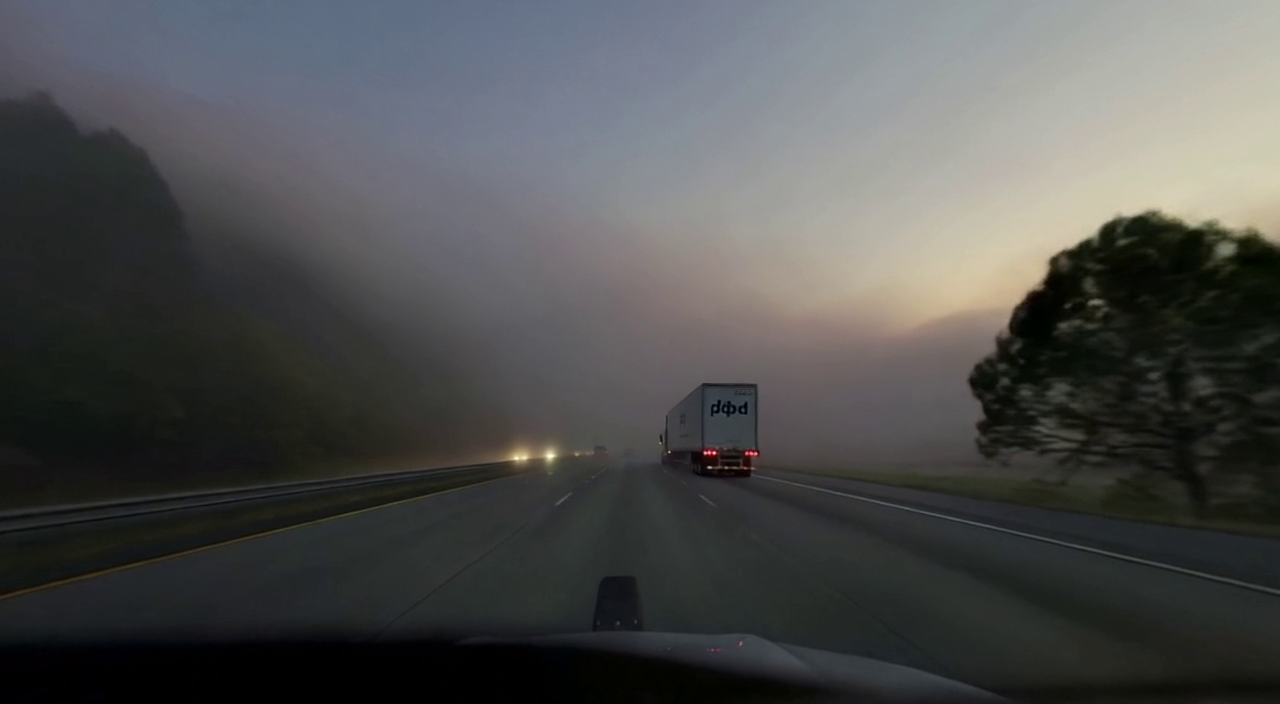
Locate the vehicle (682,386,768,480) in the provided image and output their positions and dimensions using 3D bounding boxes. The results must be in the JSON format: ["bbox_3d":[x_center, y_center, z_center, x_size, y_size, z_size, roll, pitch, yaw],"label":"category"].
[{"bbox_3d":[3.864,4.055,30.796,2.856,3.933,8.334,0,-9,-1],"label":"vehicle"}]
